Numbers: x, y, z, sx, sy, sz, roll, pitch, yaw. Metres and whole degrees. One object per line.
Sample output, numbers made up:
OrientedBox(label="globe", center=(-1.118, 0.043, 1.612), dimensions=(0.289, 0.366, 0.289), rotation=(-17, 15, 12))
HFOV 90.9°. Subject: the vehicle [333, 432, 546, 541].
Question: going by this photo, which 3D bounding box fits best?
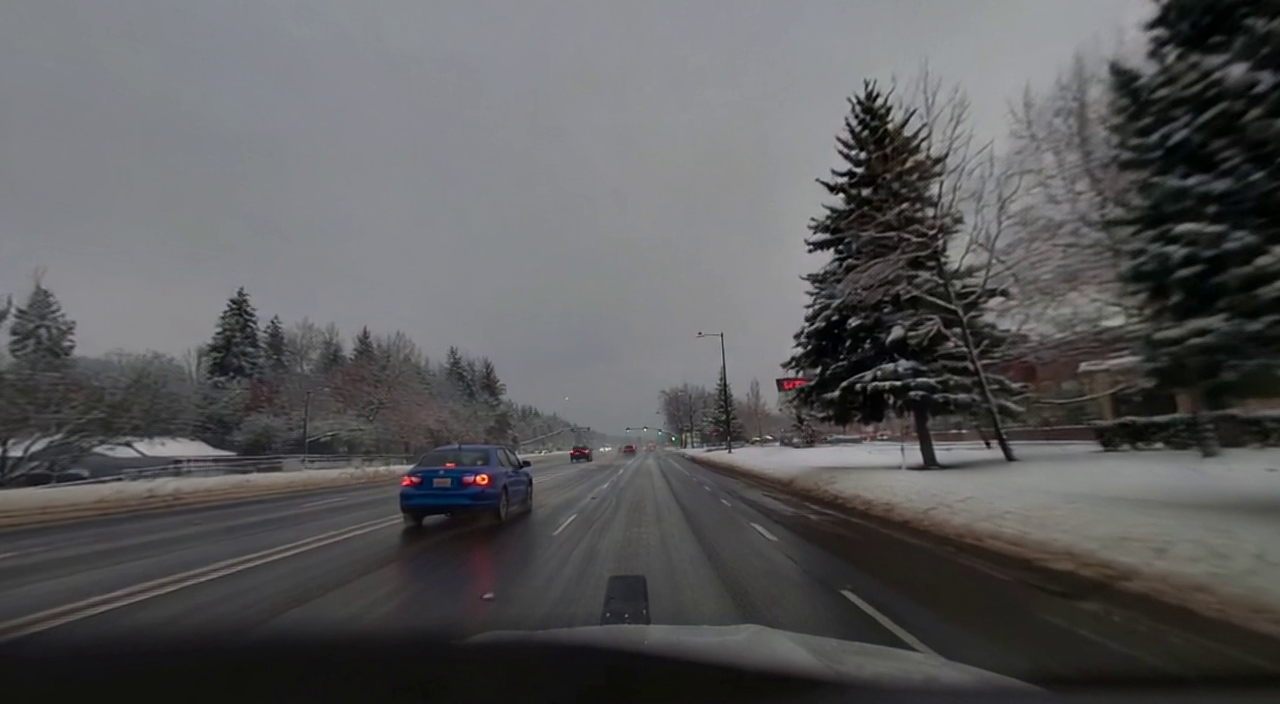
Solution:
OrientedBox(label="vehicle", center=(-3.098, 2.180, 10.940), dimensions=(2.152, 1.479, 4.394), rotation=(0, -8, 2))
